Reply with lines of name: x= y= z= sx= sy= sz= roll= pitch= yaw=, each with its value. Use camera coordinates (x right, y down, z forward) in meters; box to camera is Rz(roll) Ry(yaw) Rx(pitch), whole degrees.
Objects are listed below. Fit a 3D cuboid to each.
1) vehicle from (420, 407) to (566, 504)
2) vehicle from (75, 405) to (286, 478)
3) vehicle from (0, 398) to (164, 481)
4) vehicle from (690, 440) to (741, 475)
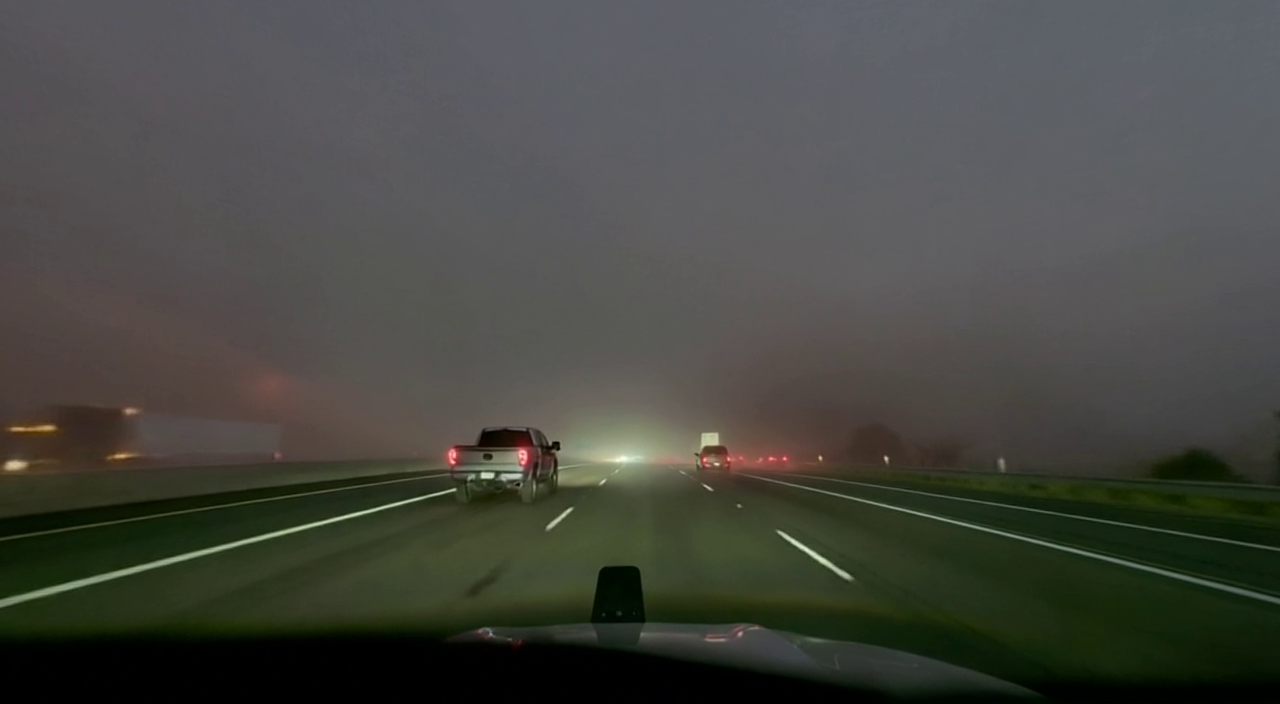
vehicle: x=-3.732 y=2.858 z=17.640 sx=2.496 sy=2.203 sz=6.317 roll=0 pitch=-9 yaw=1
vehicle: x=-30.565 y=6.266 z=43.609 sx=2.928 sy=4.127 sz=14.720 roll=0 pitch=-9 yaw=3
vehicle: x=-30.940 y=4.881 z=34.928 sx=3.036 sy=4.070 sz=6.933 roll=0 pitch=-9 yaw=4
vehicle: x=3.788 y=5.379 z=32.278 sx=2.095 sy=1.668 sz=4.135 roll=0 pitch=-9 yaw=1
